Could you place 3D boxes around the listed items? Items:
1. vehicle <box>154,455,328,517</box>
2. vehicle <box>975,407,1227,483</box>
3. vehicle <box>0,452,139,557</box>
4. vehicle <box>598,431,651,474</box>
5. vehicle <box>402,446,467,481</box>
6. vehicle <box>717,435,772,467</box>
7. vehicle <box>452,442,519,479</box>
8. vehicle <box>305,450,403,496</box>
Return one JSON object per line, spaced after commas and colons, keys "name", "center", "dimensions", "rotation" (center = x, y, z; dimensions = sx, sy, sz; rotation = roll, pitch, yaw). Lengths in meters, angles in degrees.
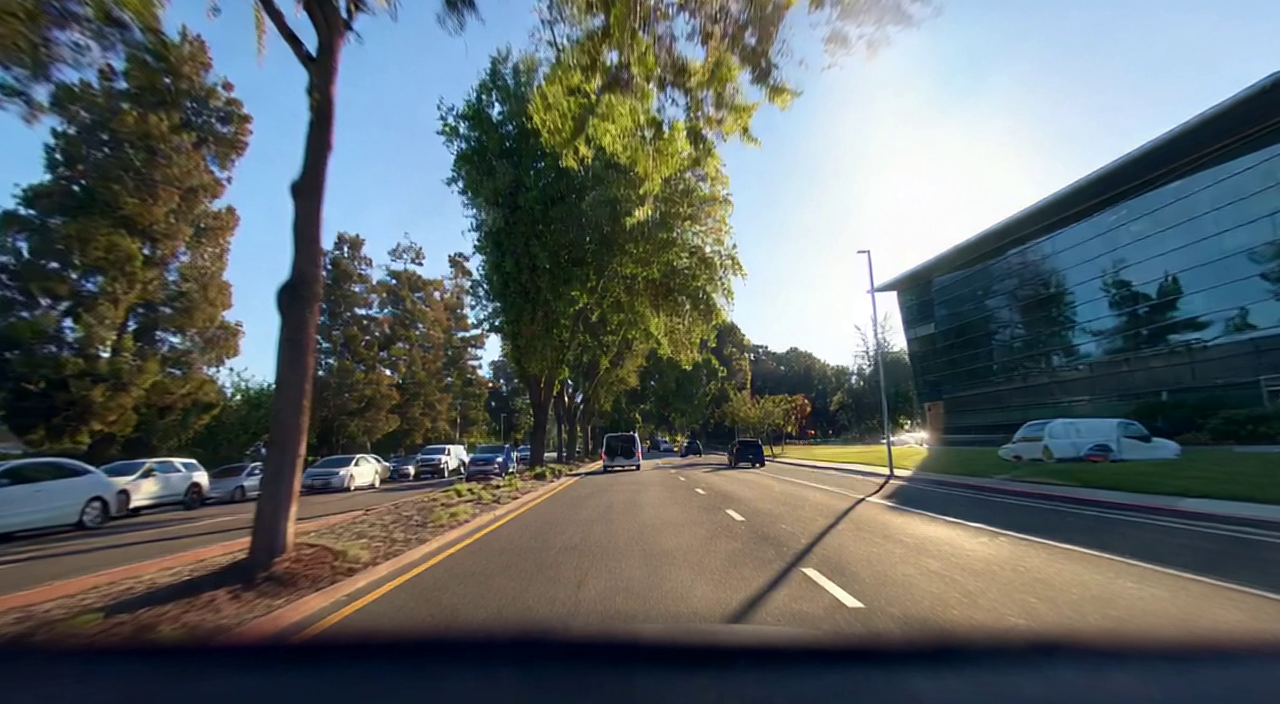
{"name": "vehicle", "center": [-11.532, 3.862, 18.772], "dimensions": [2.107, 1.524, 4.697], "rotation": [0, -8, 0]}
{"name": "vehicle", "center": [12.169, 2.540, 17.147], "dimensions": [4.932, 1.738, 2.080], "rotation": [-5, -8, 15]}
{"name": "vehicle", "center": [-11.629, 2.667, 11.238], "dimensions": [1.944, 1.698, 4.329], "rotation": [0, -8, -2]}
{"name": "vehicle", "center": [-0.772, 5.022, 31.728], "dimensions": [2.411, 1.937, 5.186], "rotation": [0, -8, -1]}
{"name": "vehicle", "center": [-11.389, 6.190, 35.364], "dimensions": [2.093, 1.816, 4.559], "rotation": [0, -8, 0]}
{"name": "vehicle", "center": [6.224, 5.998, 38.351], "dimensions": [2.364, 1.781, 4.854], "rotation": [0, -8, -2]}
{"name": "vehicle", "center": [-8.191, 5.793, 34.077], "dimensions": [2.184, 1.824, 5.418], "rotation": [0, -8, 0]}
{"name": "vehicle", "center": [-11.310, 4.780, 25.356], "dimensions": [2.025, 1.651, 4.097], "rotation": [0, -8, 0]}
